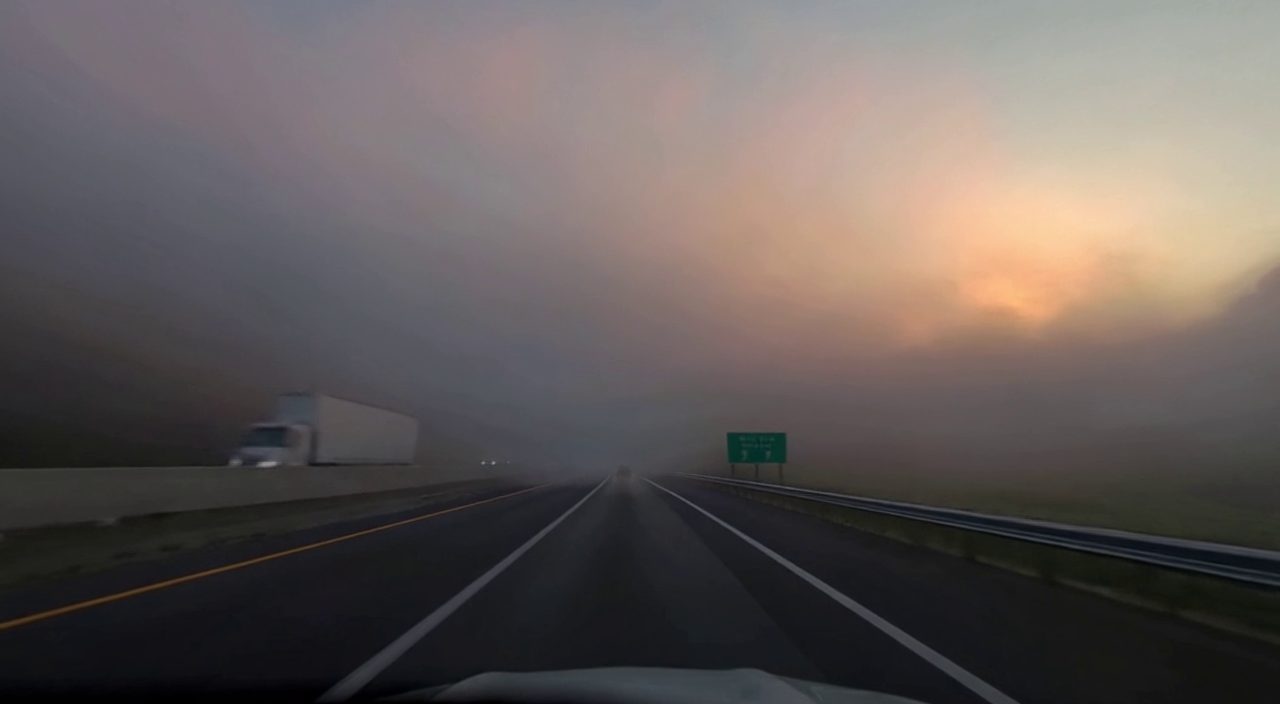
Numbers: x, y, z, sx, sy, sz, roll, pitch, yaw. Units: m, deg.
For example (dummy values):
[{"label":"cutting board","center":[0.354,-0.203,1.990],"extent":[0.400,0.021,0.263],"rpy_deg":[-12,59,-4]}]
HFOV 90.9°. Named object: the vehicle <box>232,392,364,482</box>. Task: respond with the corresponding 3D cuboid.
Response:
[{"label":"vehicle","center":[-16.574,4.322,31.131],"extent":[3.006,3.954,5.846],"rpy_deg":[1,-11,0]}]
